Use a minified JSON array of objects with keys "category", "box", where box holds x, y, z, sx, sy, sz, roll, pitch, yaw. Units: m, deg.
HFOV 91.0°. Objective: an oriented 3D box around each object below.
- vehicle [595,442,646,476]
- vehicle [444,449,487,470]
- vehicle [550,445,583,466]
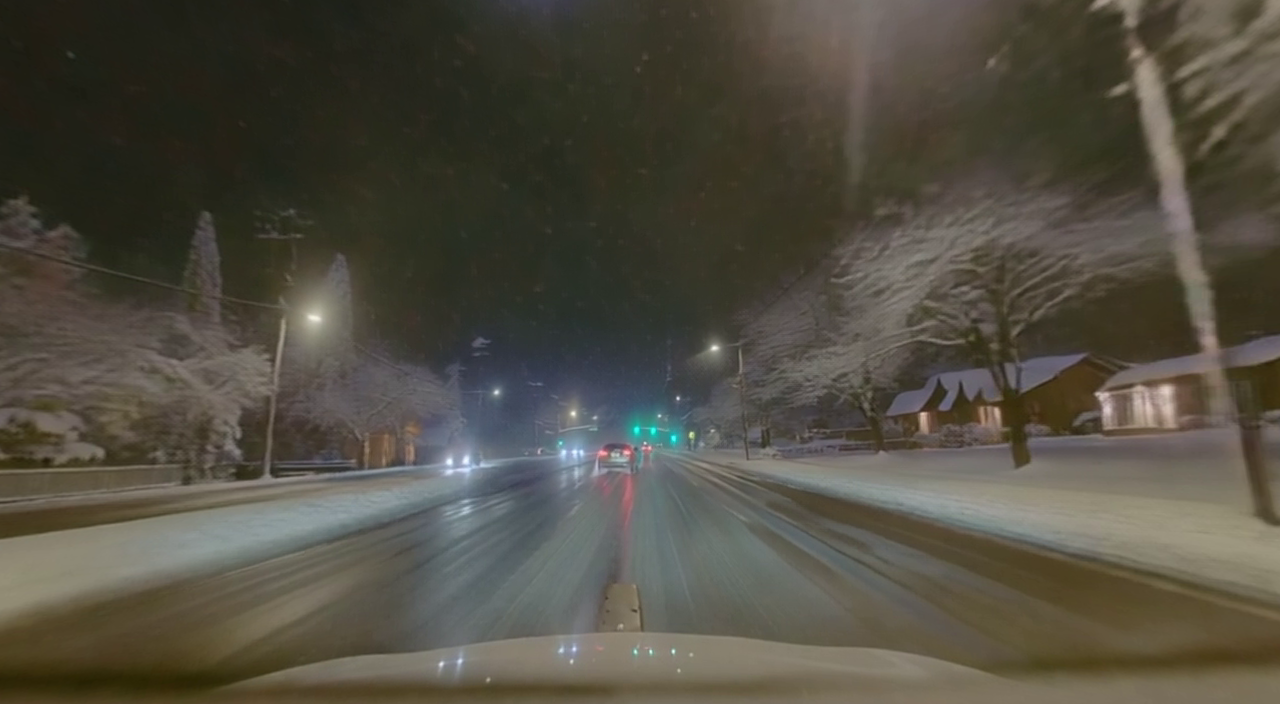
[{"category":"vehicle","box":[-0.866,5.113,30.319,2.106,1.517,4.375,-1,-9,2]},{"category":"vehicle","box":[-13.596,8.368,49.359,1.949,1.517,4.459,-1,-9,1]},{"category":"vehicle","box":[-5.426,7.708,47.096,2.014,1.472,4.357,0,-9,-1]}]
